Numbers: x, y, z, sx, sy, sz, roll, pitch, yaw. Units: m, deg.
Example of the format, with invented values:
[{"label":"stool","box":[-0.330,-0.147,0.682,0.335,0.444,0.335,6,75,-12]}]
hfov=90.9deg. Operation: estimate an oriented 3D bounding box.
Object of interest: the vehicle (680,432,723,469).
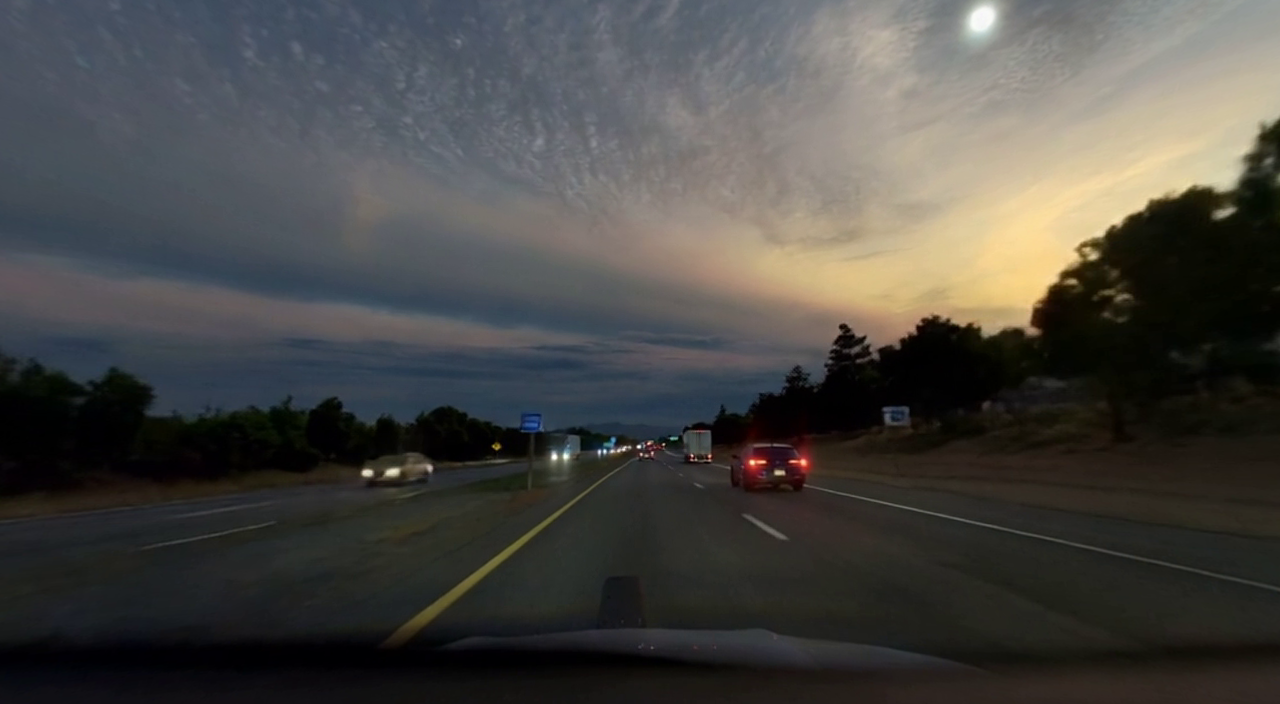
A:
[{"label":"vehicle","box":[4.383,7.171,45.872,2.423,2.517,5.055,0,-9,-2]}]

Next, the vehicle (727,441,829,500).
[{"label":"vehicle","box":[3.945,3.442,18.735,2.043,1.542,3.881,0,-9,-1]}]
